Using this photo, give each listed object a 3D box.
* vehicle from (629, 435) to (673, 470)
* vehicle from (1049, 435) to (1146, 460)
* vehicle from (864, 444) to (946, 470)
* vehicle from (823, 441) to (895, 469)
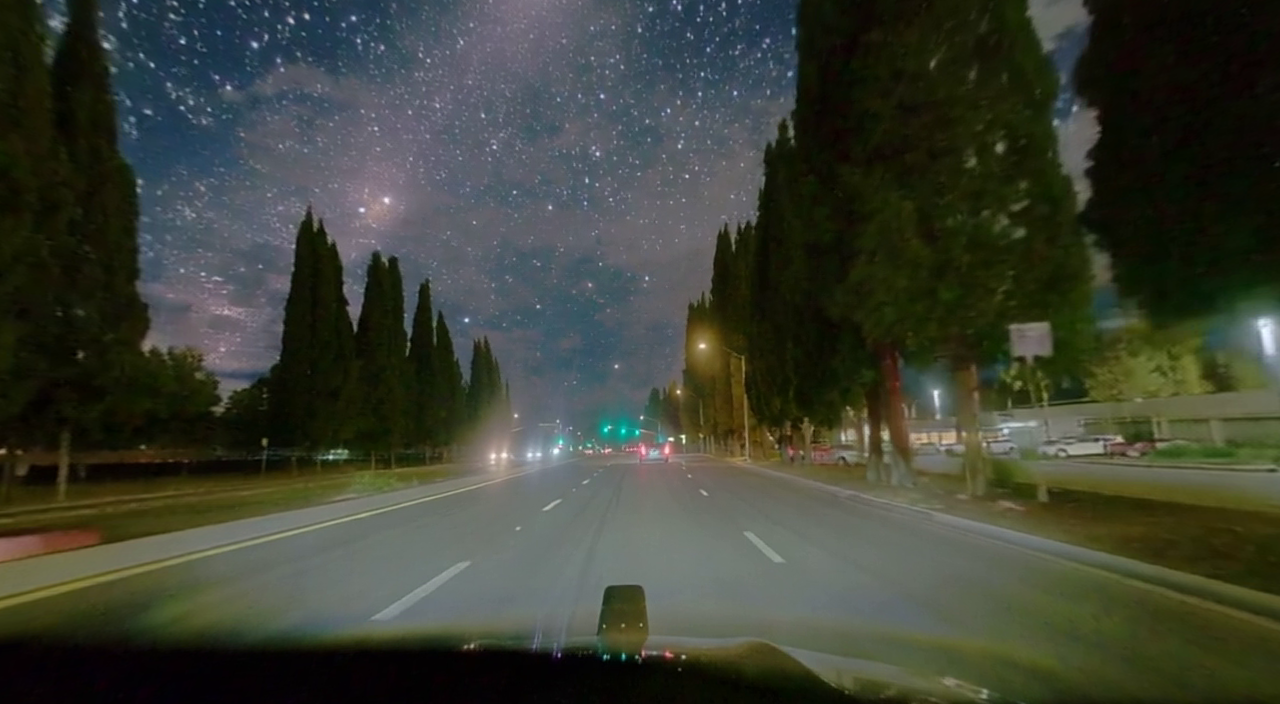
[{"bbox_3d":[0.544,5.216,32.763,2.135,1.691,3.884,0,-9,1],"label":"vehicle"},{"bbox_3d":[28.718,6.035,39.651,4.576,1.490,1.896,-1,-9,2],"label":"vehicle"},{"bbox_3d":[15.553,6.158,37.101,3.913,1.384,1.893,-1,-8,0],"label":"vehicle"},{"bbox_3d":[15.741,7.412,45.501,4.413,1.471,1.823,-5,-7,-1],"label":"vehicle"}]
